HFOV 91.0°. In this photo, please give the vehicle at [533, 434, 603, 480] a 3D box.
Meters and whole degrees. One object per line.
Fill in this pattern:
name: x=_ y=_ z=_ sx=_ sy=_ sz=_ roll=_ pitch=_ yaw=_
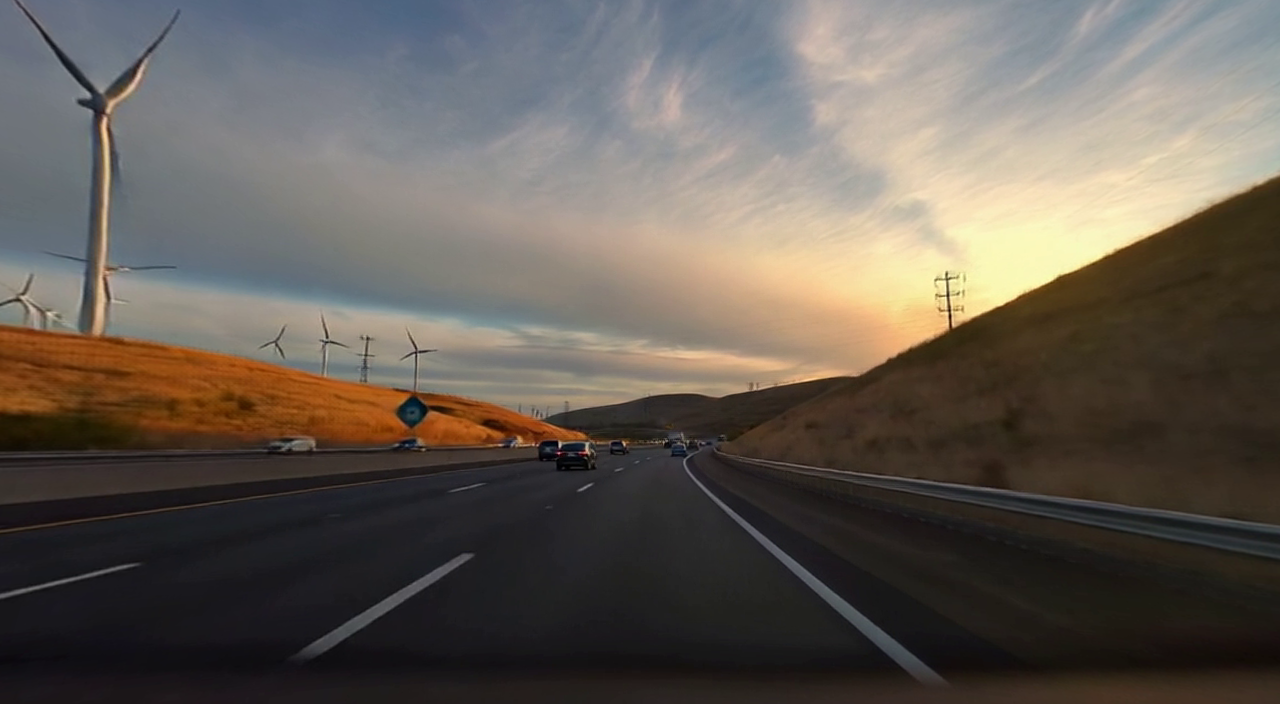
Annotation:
vehicle: x=-2.814 y=4.275 z=25.801 sx=2.118 sy=1.702 sz=4.355 roll=0 pitch=-9 yaw=3
